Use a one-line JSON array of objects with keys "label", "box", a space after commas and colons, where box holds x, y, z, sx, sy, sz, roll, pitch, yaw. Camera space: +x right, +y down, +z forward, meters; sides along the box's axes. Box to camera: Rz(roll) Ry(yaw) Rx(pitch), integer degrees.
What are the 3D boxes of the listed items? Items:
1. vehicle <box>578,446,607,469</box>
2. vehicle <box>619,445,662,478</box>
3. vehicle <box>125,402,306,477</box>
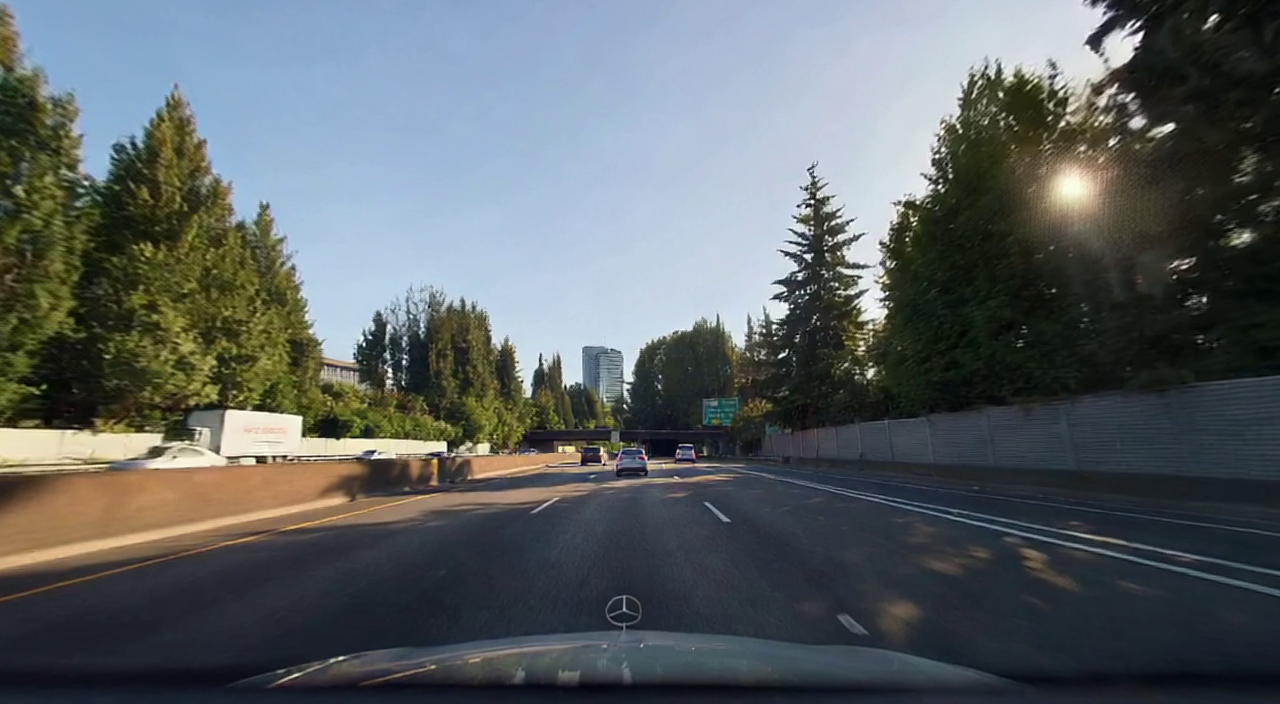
[{"label": "vehicle", "box": [-3.431, 7.702, 46.036, 1.874, 1.555, 3.487, 0, -9, 0]}, {"label": "vehicle", "box": [0.027, 5.510, 31.813, 2.035, 1.513, 4.272, 0, -9, 0]}, {"label": "vehicle", "box": [-24.694, 5.325, 37.729, 3.117, 3.806, 10.287, -1, -9, 3]}]
